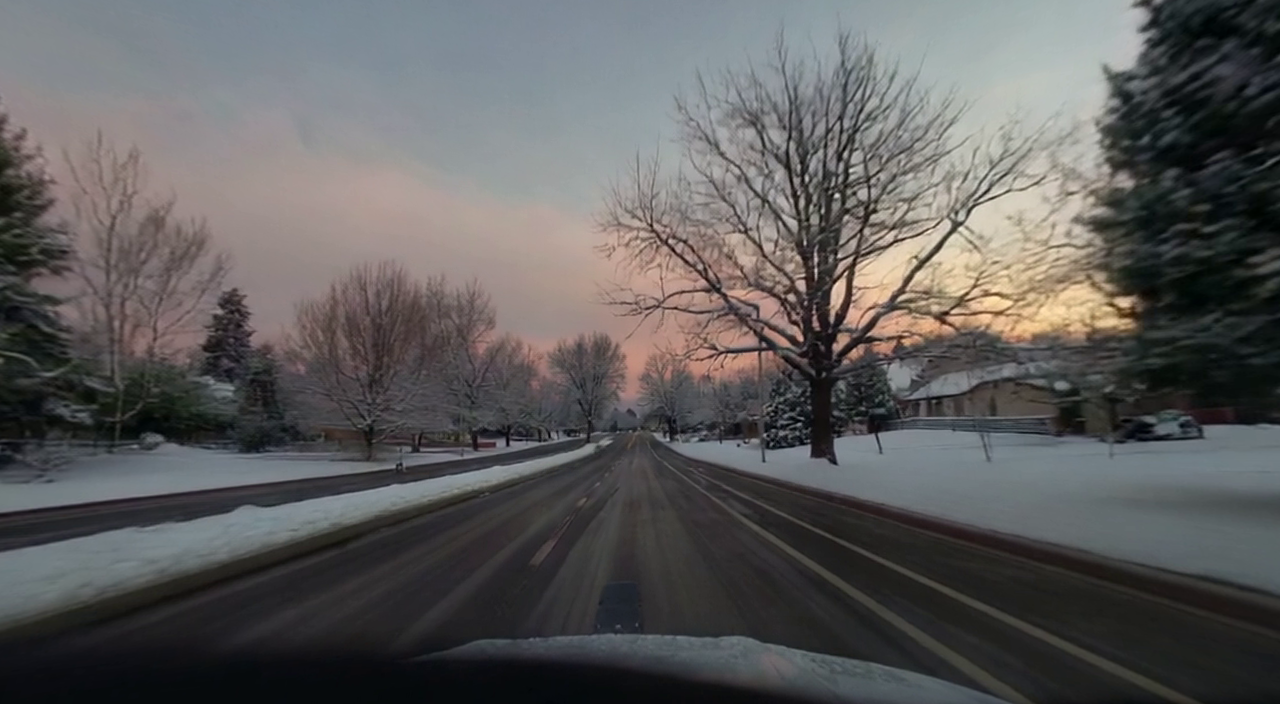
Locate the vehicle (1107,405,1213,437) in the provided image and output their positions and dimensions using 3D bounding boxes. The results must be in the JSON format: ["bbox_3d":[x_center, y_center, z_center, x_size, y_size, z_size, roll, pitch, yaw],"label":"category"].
[{"bbox_3d":[28.273,3.830,34.605,1.797,1.563,4.669,0,-9,0],"label":"vehicle"}]

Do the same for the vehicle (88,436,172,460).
[{"bbox_3d":[-34.924,6.578,43.429,1.831,1.567,4.342,-2,-8,6],"label":"vehicle"}]
